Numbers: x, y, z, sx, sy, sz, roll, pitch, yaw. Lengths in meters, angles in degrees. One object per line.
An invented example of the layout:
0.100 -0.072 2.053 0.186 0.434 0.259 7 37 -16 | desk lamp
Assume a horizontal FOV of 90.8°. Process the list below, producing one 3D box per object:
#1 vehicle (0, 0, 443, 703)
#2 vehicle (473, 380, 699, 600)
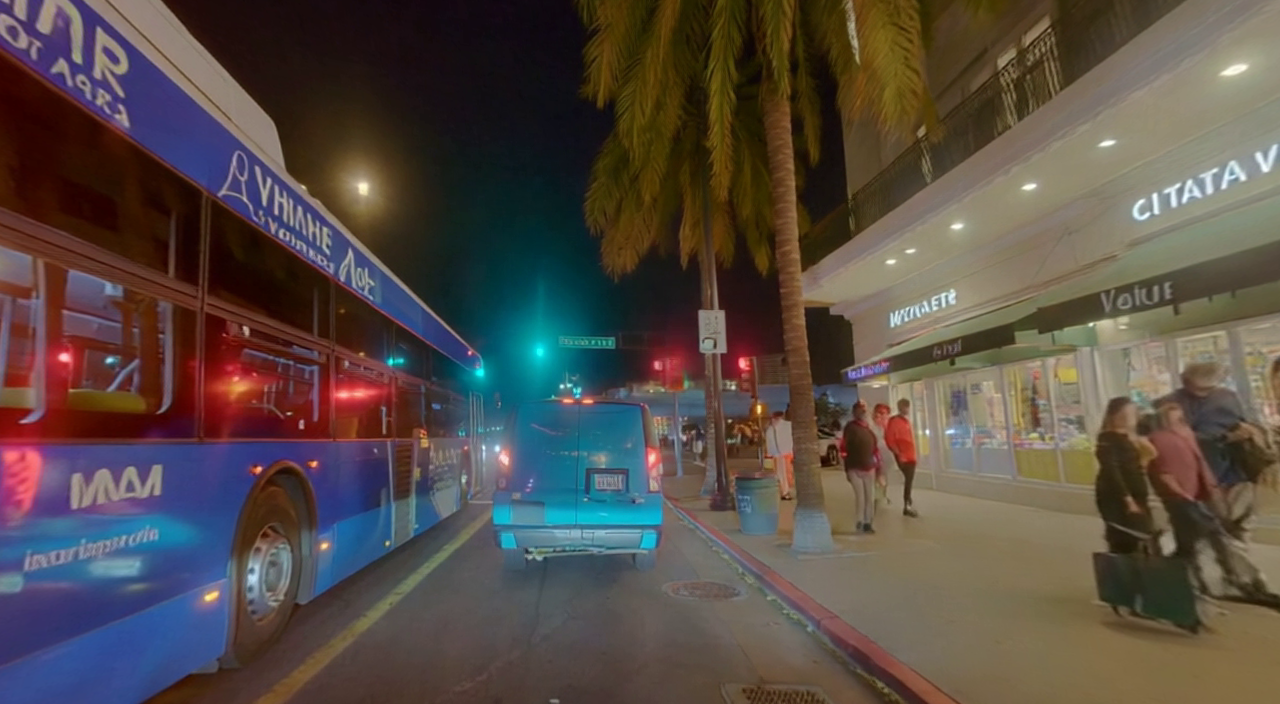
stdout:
-3.720 0.132 2.851 2.863 3.233 11.573 1 -8 -5 | vehicle
-0.793 1.524 7.801 2.002 1.907 4.211 1 -9 -9 | vehicle
